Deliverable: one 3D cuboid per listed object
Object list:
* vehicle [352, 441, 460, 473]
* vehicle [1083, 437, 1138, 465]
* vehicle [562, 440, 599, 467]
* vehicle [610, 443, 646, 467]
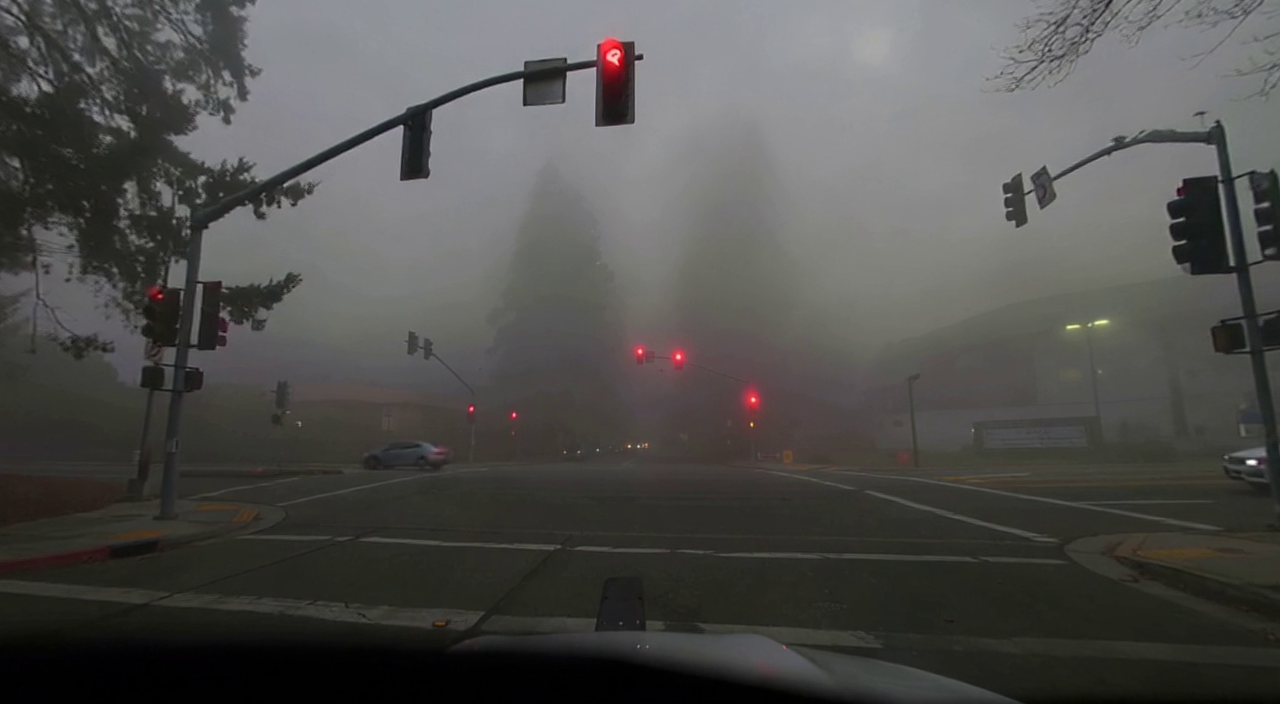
[{"bbox_3d":[-11.441,5.125,30.980,4.588,1.484,2.000,-3,-9,14],"label":"vehicle"},{"bbox_3d":[26.964,5.657,36.145,2.092,1.474,4.046,-8,-11,40],"label":"vehicle"},{"bbox_3d":[-4.119,7.106,44.256,2.251,1.756,4.610,0,-9,-2],"label":"vehicle"},{"bbox_3d":[-0.866,6.859,42.147,2.056,1.492,3.937,1,-9,-6],"label":"vehicle"}]
